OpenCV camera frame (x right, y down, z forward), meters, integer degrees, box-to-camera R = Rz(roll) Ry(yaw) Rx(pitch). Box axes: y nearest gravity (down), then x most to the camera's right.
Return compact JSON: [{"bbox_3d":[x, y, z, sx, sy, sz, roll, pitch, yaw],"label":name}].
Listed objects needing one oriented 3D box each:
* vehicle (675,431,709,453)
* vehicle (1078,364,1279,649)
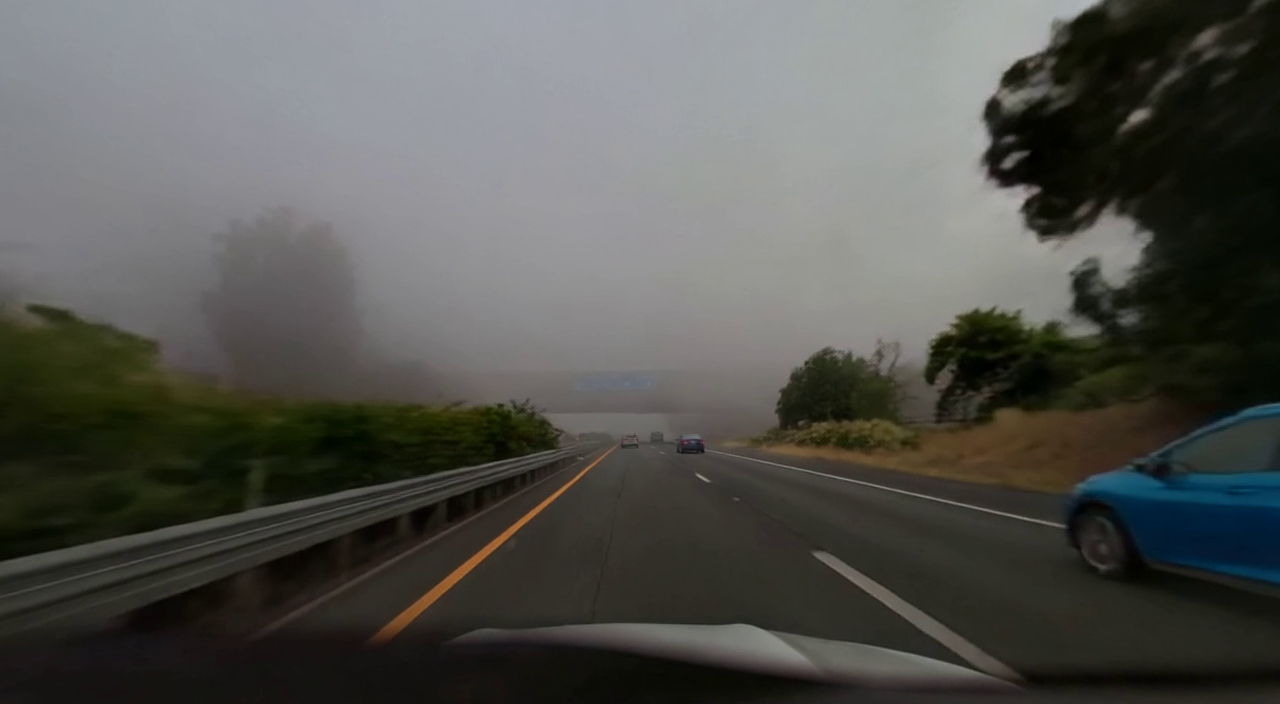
[{"bbox_3d":[3.821,6.681,46.994,2.010,1.526,4.438,0,-8,-3],"label":"vehicle"},{"bbox_3d":[4.790,0.843,3.227,2.073,1.651,4.065,0,-8,-1],"label":"vehicle"}]
